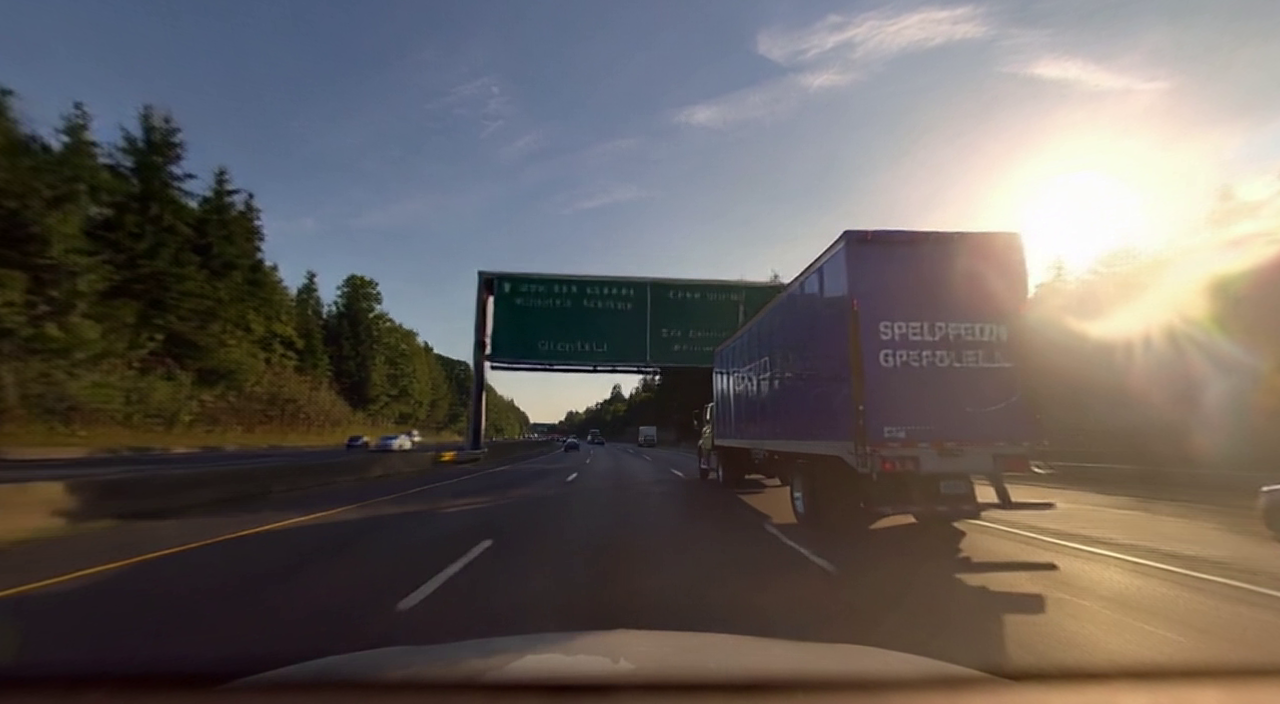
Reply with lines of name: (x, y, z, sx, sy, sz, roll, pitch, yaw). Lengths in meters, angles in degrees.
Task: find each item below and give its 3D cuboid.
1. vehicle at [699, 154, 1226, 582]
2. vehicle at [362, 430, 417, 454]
vehicle: (3.640, 1.019, 13.059, 2.910, 4.051, 14.278, 0, -8, -2)
vehicle: (-16.307, 5.892, 41.232, 1.915, 1.481, 4.479, 0, -8, -2)
